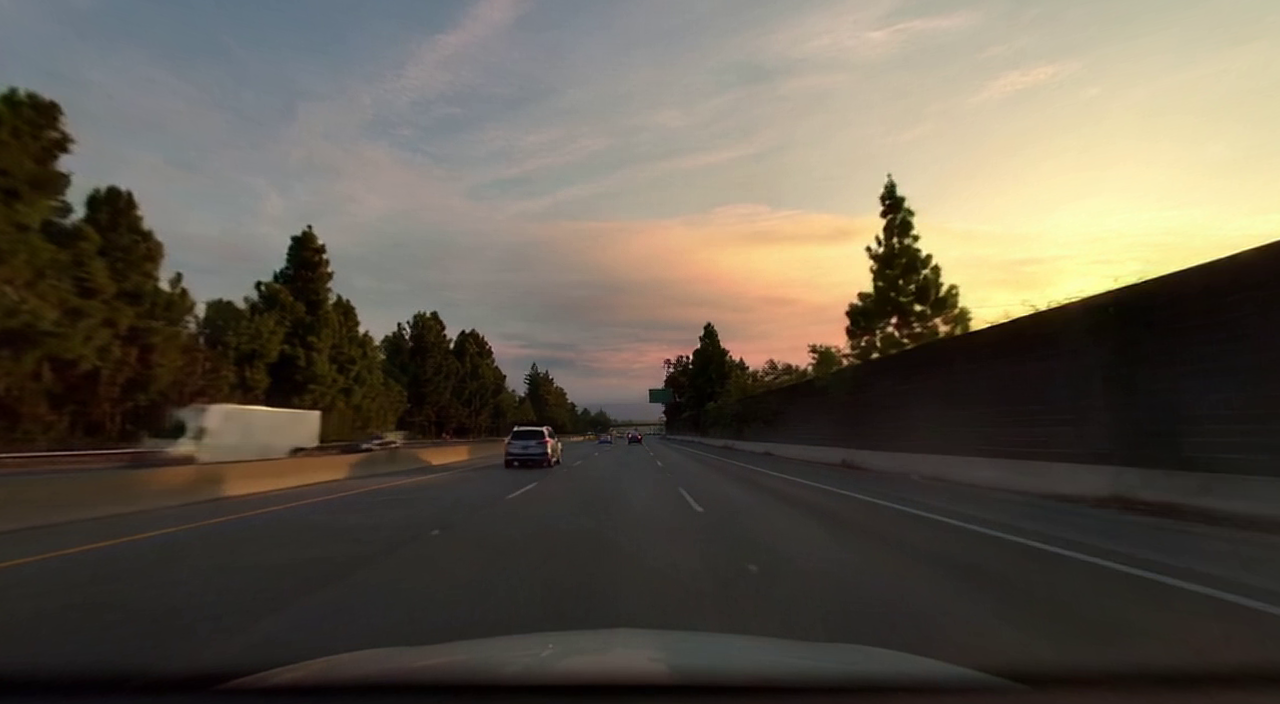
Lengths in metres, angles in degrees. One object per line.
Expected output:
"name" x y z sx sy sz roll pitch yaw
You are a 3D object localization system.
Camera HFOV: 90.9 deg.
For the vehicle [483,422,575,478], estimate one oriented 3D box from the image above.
"vehicle" -3.665 3.346 21.842 2.306 1.730 4.606 0 -8 1
